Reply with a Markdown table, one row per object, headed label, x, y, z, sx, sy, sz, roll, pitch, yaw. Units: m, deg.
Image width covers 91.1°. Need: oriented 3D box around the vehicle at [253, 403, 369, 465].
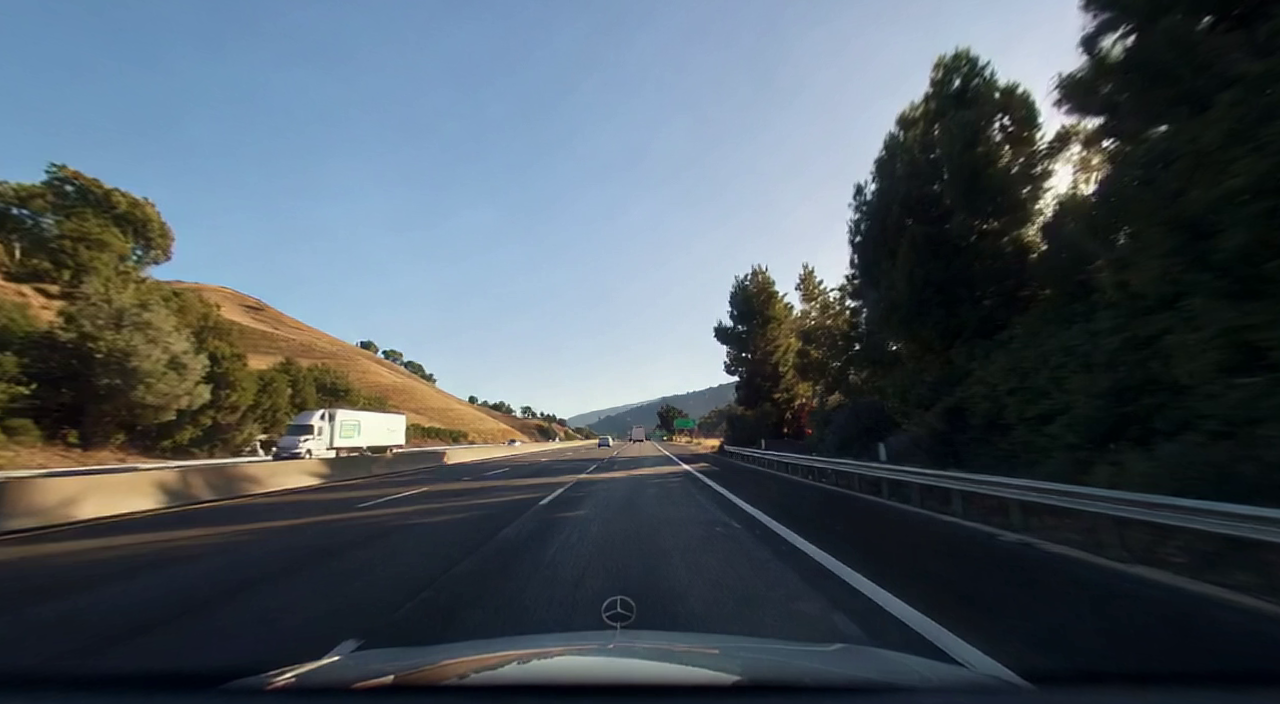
| label | x | y | z | sx | sy | sz | roll | pitch | yaw |
| --- | --- | --- | --- | --- | --- | --- | --- | --- | --- |
| vehicle | -23.486 | 5.989 | 45.795 | 3.030 | 3.937 | 10.121 | 0 | -8 | -1 |
